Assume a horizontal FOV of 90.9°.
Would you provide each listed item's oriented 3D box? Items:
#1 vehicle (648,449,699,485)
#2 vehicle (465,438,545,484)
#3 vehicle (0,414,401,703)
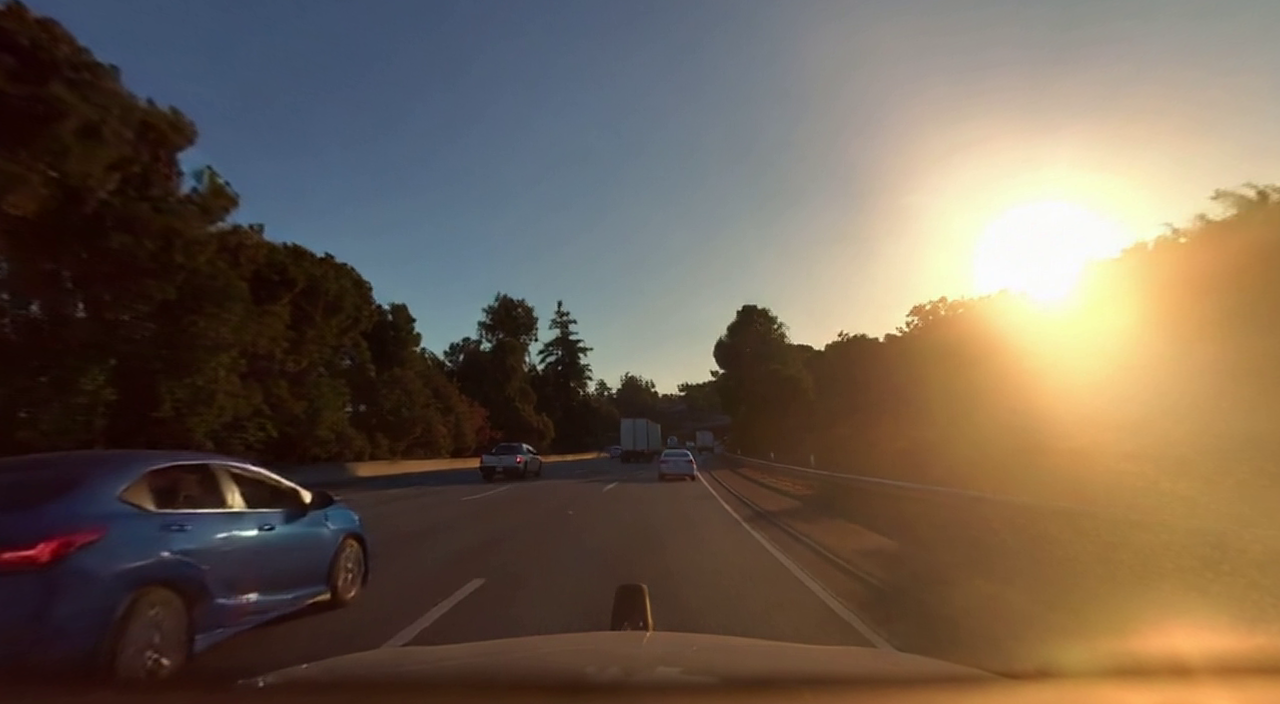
[{"bbox_3d":[1.392,4.737,26.219,1.984,1.365,3.767,-1,-9,3],"label":"vehicle"},{"bbox_3d":[-5.858,4.840,28.153,2.142,1.833,4.854,-1,-9,5],"label":"vehicle"},{"bbox_3d":[-3.399,1.223,3.870,1.916,1.486,4.631,0,-9,2],"label":"vehicle"}]
